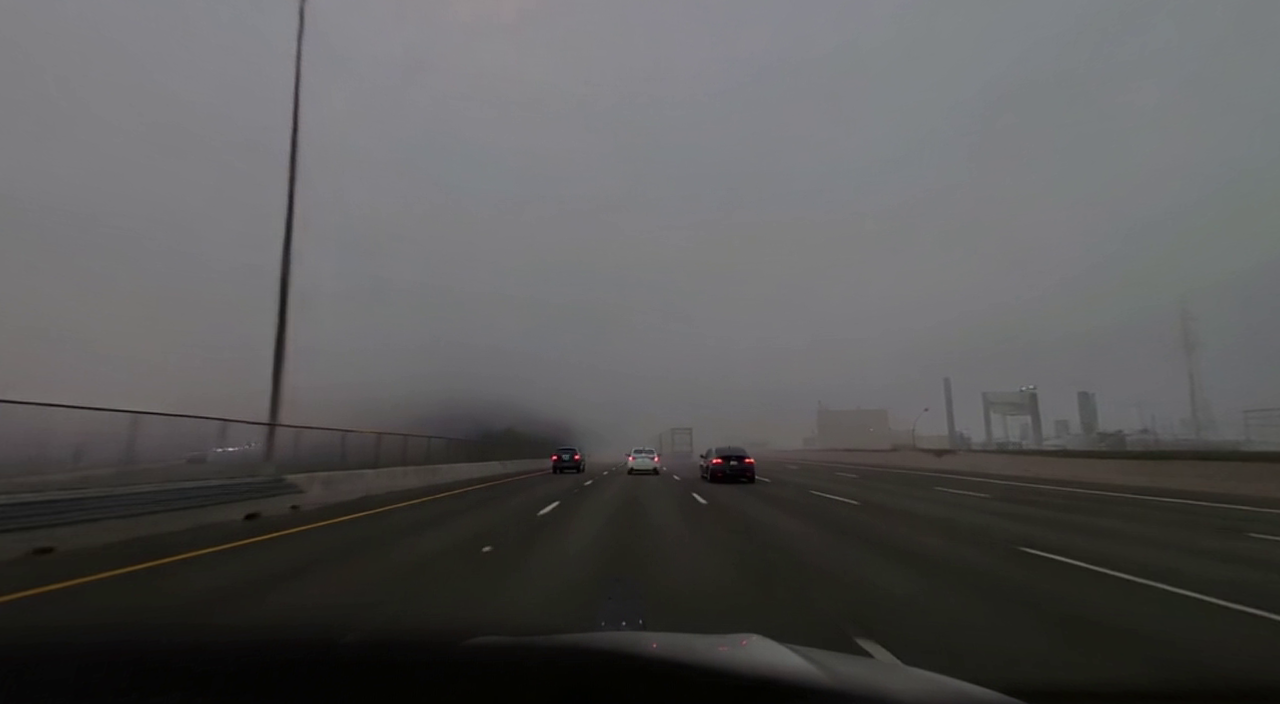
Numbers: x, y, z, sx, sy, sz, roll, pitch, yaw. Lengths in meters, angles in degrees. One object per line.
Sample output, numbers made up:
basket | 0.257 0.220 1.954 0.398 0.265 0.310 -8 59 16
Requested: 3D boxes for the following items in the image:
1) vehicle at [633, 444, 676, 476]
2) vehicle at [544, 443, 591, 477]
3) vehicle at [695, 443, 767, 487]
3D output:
vehicle | 0.735 5.647 33.323 2.067 1.555 4.851 0 -8 1
vehicle | -3.874 5.815 34.192 2.036 1.669 4.112 0 -8 0
vehicle | 3.281 4.150 23.607 1.942 1.453 4.329 0 -8 -1
